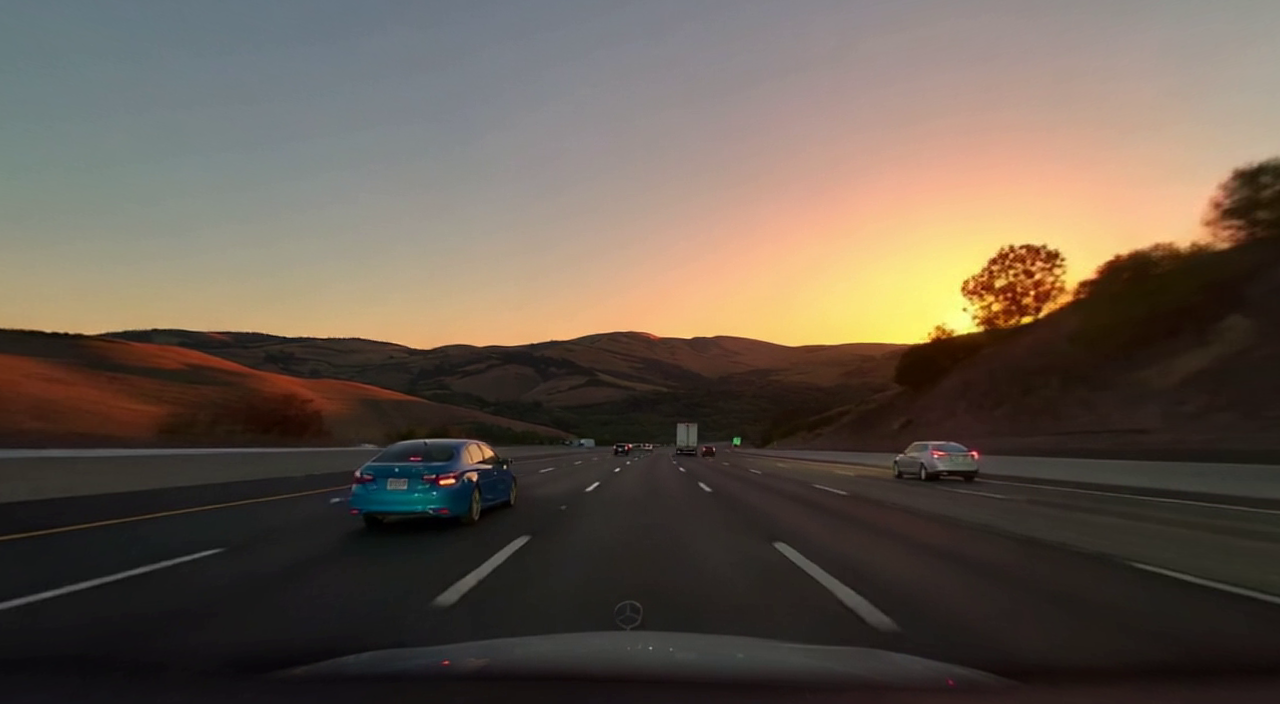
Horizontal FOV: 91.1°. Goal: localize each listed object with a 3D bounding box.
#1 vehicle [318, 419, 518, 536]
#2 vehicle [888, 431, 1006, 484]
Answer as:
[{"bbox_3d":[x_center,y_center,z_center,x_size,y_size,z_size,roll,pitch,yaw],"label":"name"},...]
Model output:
[{"bbox_3d":[-3.504,2.055,10.809,1.967,1.615,3.886,0,-8,1],"label":"vehicle"},{"bbox_3d":[11.188,3.886,23.350,2.062,1.736,4.589,0,-8,0],"label":"vehicle"}]
